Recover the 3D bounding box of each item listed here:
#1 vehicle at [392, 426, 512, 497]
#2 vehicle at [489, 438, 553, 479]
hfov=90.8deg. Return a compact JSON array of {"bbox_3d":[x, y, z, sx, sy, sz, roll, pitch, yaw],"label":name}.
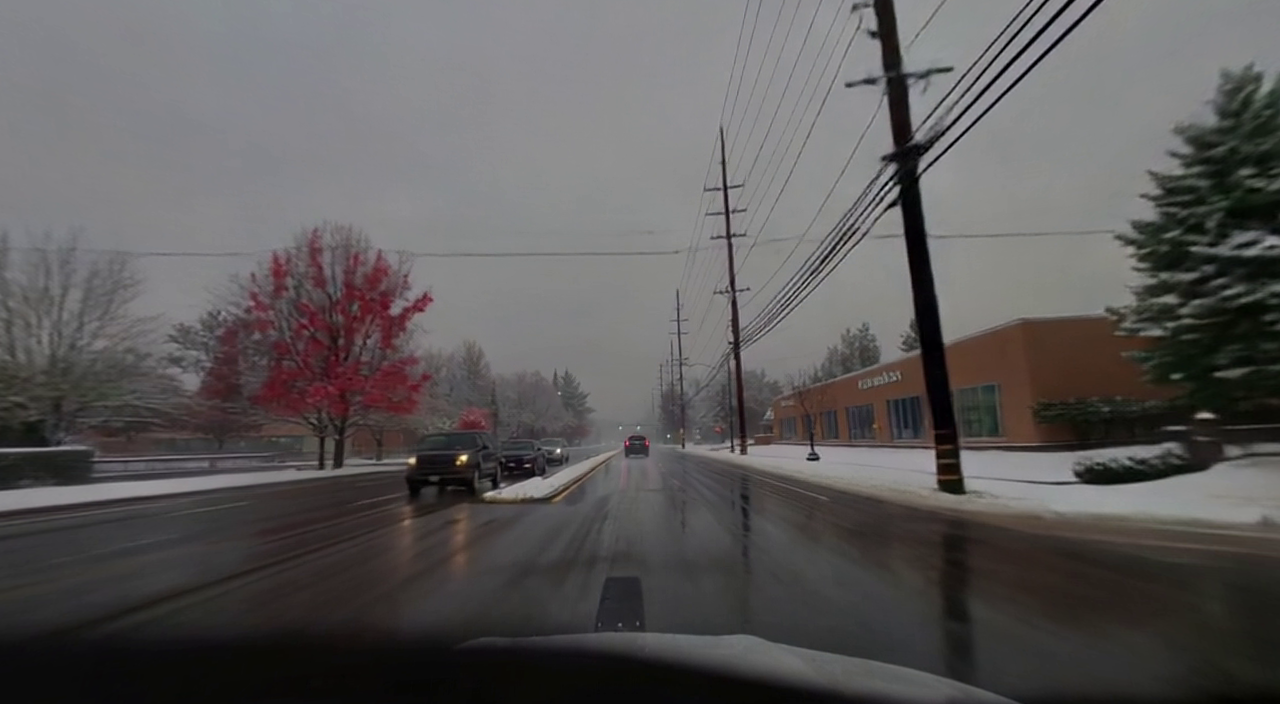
[{"bbox_3d":[-5.623,3.332,19.677,2.278,1.828,4.970,-2,-8,-1],"label":"vehicle"},{"bbox_3d":[-5.135,4.614,27.773,1.909,1.524,4.614,-2,-8,0],"label":"vehicle"}]
